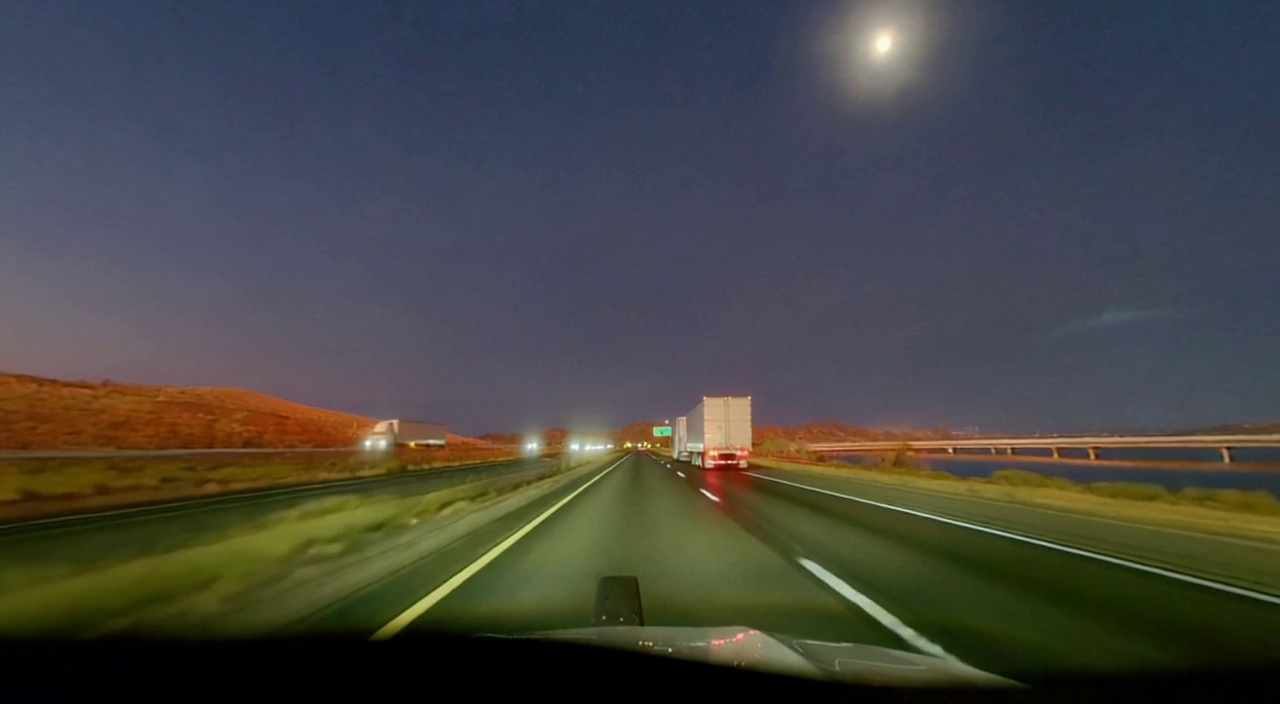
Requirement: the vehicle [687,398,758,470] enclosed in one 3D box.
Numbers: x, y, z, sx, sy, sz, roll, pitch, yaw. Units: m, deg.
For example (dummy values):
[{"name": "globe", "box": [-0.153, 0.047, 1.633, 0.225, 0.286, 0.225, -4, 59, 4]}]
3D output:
[{"name": "vehicle", "box": [5.150, 5.632, 42.178, 3.035, 4.005, 13.454, 0, -9, 0]}]
